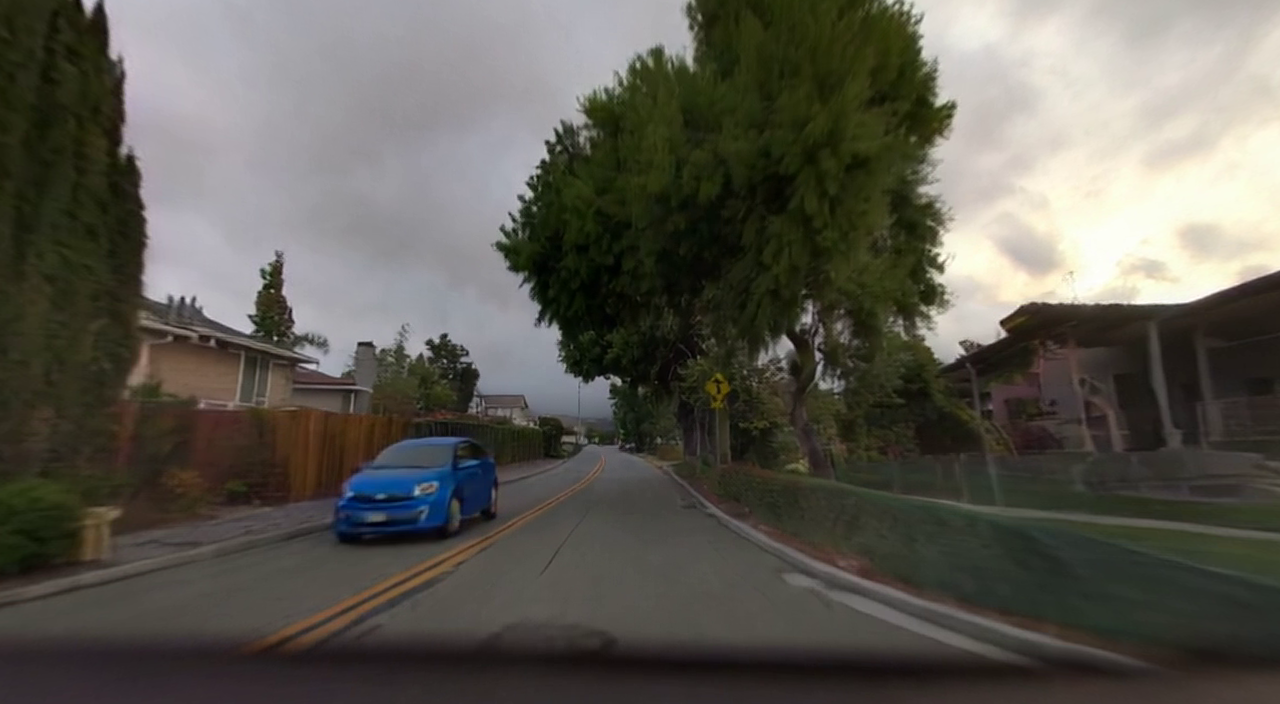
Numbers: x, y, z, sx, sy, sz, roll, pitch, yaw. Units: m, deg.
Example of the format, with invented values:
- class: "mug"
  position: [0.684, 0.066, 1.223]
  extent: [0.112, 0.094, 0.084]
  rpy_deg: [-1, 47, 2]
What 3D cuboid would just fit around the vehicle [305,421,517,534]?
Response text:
- class: "vehicle"
  position: [-3.831, 2.203, 11.566]
  extent: [2.036, 1.657, 4.391]
  rpy_deg: [-1, -9, 3]
